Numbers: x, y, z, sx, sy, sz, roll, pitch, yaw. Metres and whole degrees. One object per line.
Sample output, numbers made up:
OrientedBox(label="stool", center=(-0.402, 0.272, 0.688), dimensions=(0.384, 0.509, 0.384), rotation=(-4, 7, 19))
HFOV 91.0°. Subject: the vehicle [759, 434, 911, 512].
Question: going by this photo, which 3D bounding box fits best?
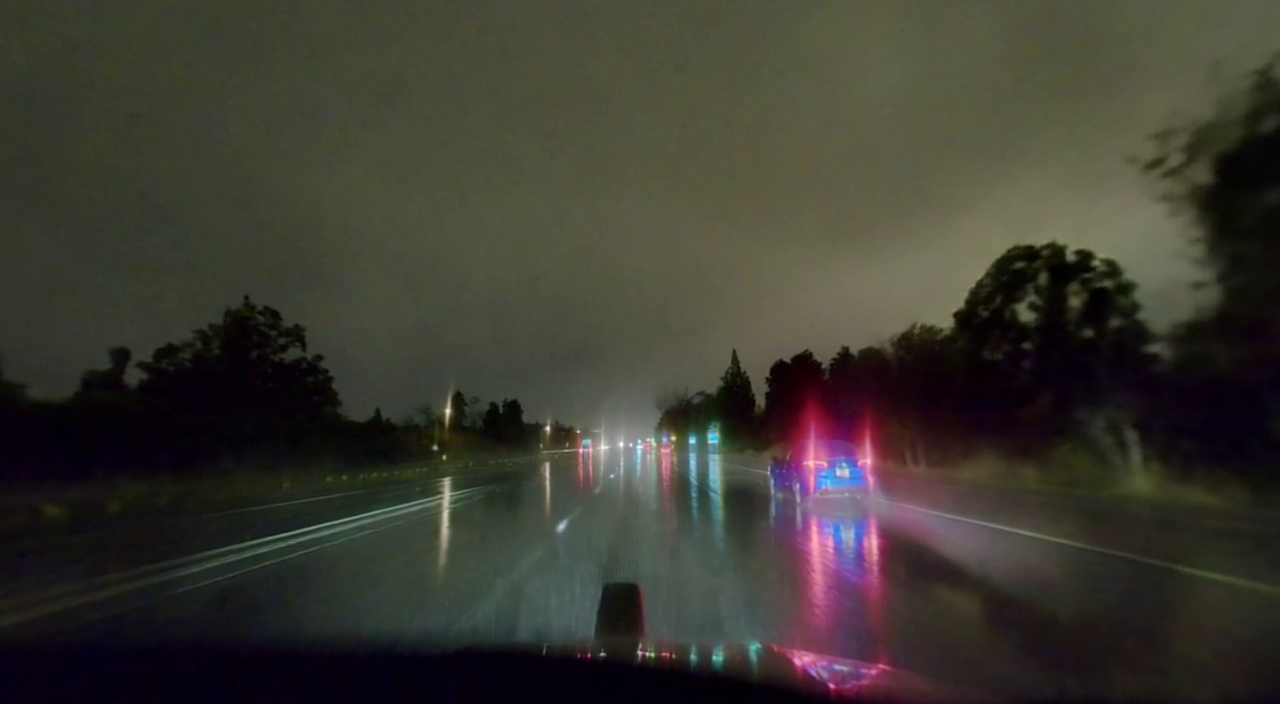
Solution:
OrientedBox(label="vehicle", center=(4.243, 2.704, 14.574), dimensions=(2.033, 1.501, 4.398), rotation=(0, -9, -1))
